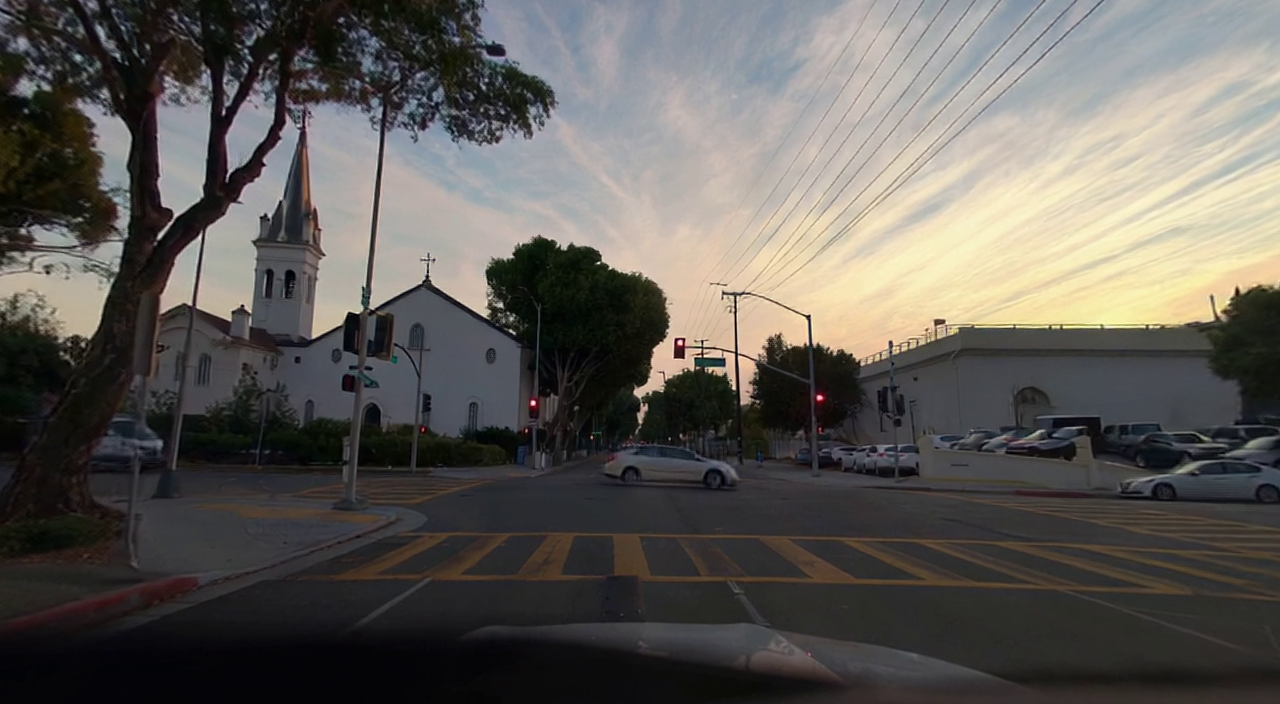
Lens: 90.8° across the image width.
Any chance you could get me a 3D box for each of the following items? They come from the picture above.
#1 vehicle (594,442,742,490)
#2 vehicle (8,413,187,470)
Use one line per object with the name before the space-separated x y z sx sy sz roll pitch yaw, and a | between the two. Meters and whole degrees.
vehicle | 0.933 3.783 21.240 4.718 1.497 2.032 0 -9 4
vehicle | -19.022 3.154 22.315 4.372 1.892 2.002 0 -9 0
